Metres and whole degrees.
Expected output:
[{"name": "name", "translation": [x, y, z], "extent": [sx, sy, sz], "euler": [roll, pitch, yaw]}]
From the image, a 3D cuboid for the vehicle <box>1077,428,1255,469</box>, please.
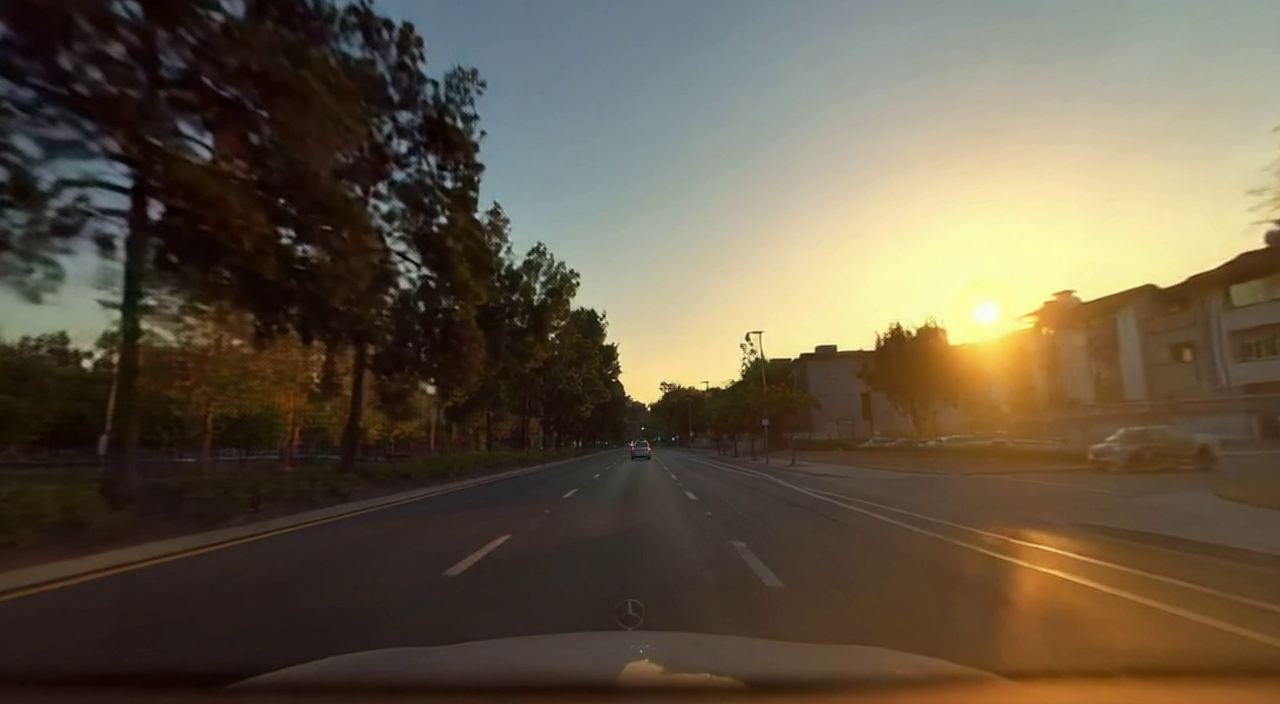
[{"name": "vehicle", "translation": [20.324, 3.760, 24.569], "extent": [4.900, 1.530, 2.211], "euler": [0, -9, 1]}]
